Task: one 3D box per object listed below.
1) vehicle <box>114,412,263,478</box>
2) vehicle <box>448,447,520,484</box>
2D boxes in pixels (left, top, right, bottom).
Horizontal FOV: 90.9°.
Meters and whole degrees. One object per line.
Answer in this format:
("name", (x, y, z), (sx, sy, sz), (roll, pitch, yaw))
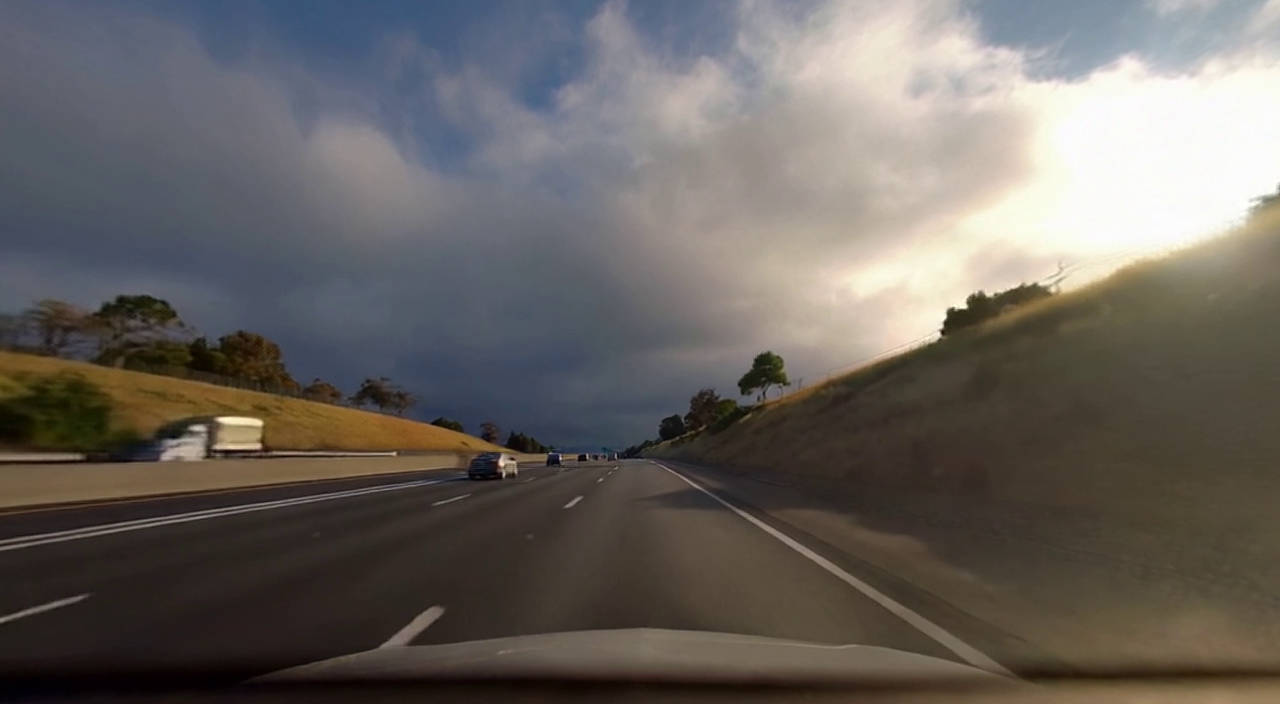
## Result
("vehicle", (-22.885, 4.819, 32.549), (2.431, 3.004, 6.954), (0, -9, 0))
("vehicle", (-6.919, 5.077, 28.464), (2.015, 1.483, 4.626), (0, -9, 0))
